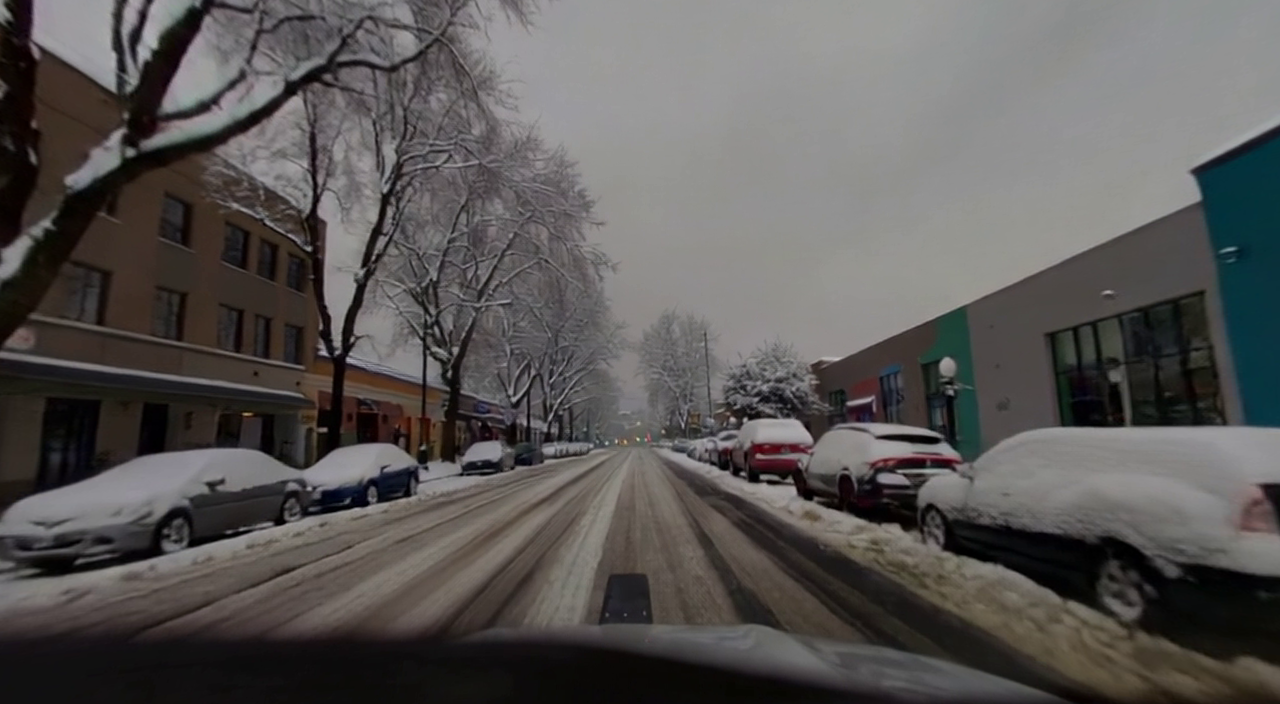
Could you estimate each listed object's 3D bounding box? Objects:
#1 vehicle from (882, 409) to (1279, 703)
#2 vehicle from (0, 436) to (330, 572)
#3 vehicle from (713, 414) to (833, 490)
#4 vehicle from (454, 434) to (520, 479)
[{"bbox_3d":[4.110,1.328,5.624,1.973,1.494,4.867,0,-7,0],"label":"vehicle"},{"bbox_3d":[-7.195,2.155,10.032,2.001,1.502,4.851,-1,-6,1],"label":"vehicle"},{"bbox_3d":[3.863,2.985,19.498,2.390,2.005,5.276,0,-7,-2],"label":"vehicle"},{"bbox_3d":[-7.059,4.842,29.724,1.996,1.770,5.518,-1,-6,-3],"label":"vehicle"}]
